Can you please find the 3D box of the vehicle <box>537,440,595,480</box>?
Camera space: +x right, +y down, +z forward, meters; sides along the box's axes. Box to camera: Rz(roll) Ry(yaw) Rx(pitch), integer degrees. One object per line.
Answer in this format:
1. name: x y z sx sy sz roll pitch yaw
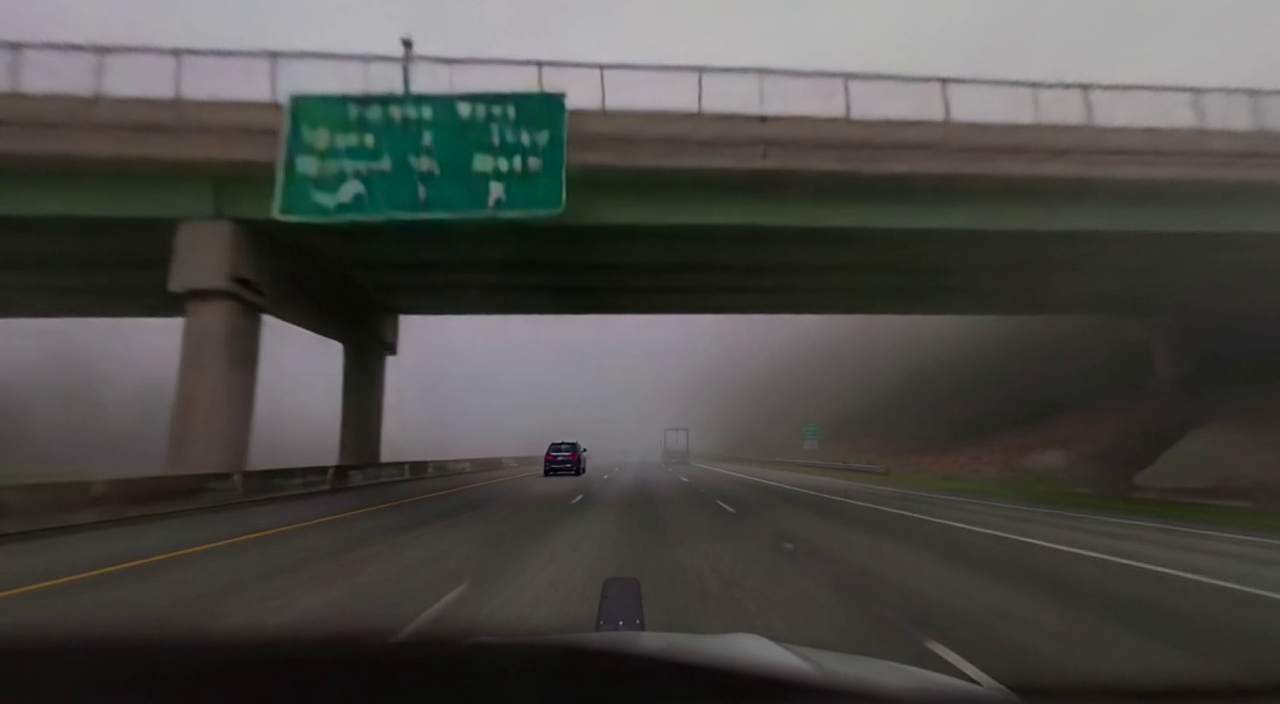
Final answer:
1. vehicle: -3.535 5.279 30.993 2.238 1.792 4.518 0 -9 1
